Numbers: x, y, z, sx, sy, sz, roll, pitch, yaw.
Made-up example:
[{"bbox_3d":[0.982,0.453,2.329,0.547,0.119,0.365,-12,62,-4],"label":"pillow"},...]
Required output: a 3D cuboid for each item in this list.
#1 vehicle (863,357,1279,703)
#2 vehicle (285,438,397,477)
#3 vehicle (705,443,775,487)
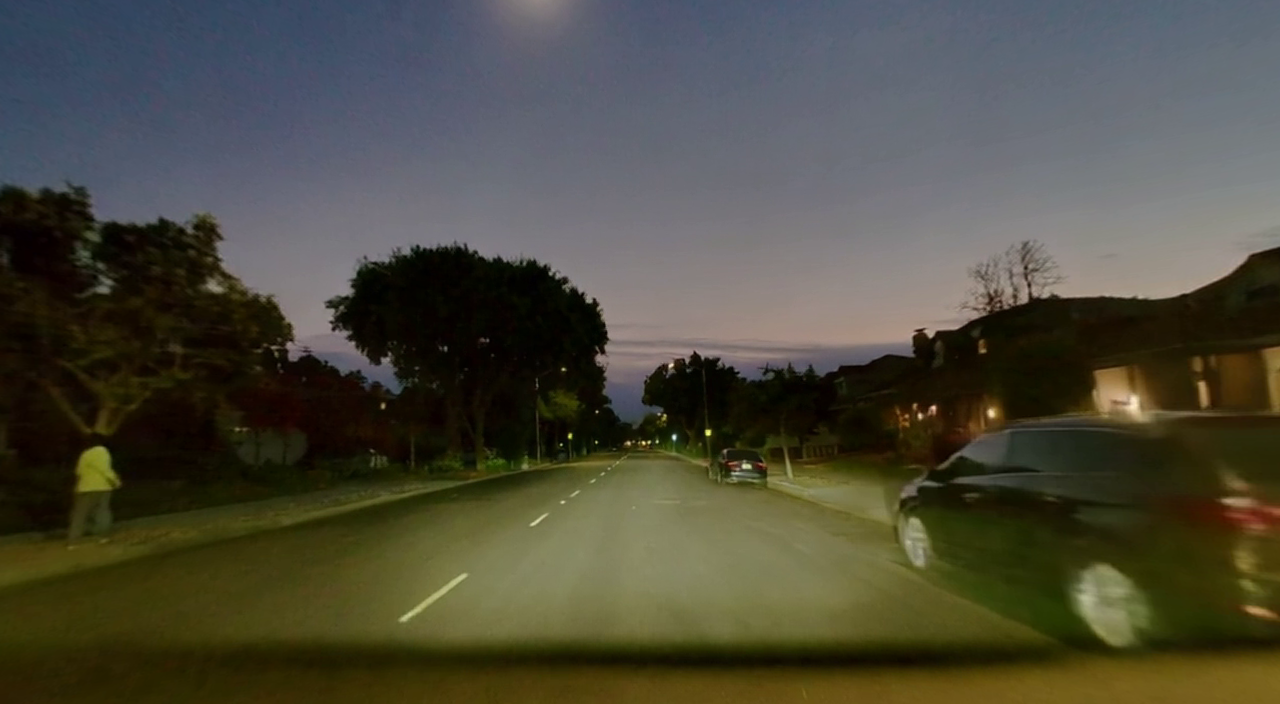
[{"bbox_3d":[3.778,1.246,5.140,2.039,1.780,4.884,0,-8,-1],"label":"vehicle"},{"bbox_3d":[-15.659,5.531,33.150,4.882,1.777,2.025,-2,-9,-2],"label":"vehicle"},{"bbox_3d":[3.756,4.316,24.490,1.897,1.521,4.835,0,-8,-1],"label":"vehicle"}]
